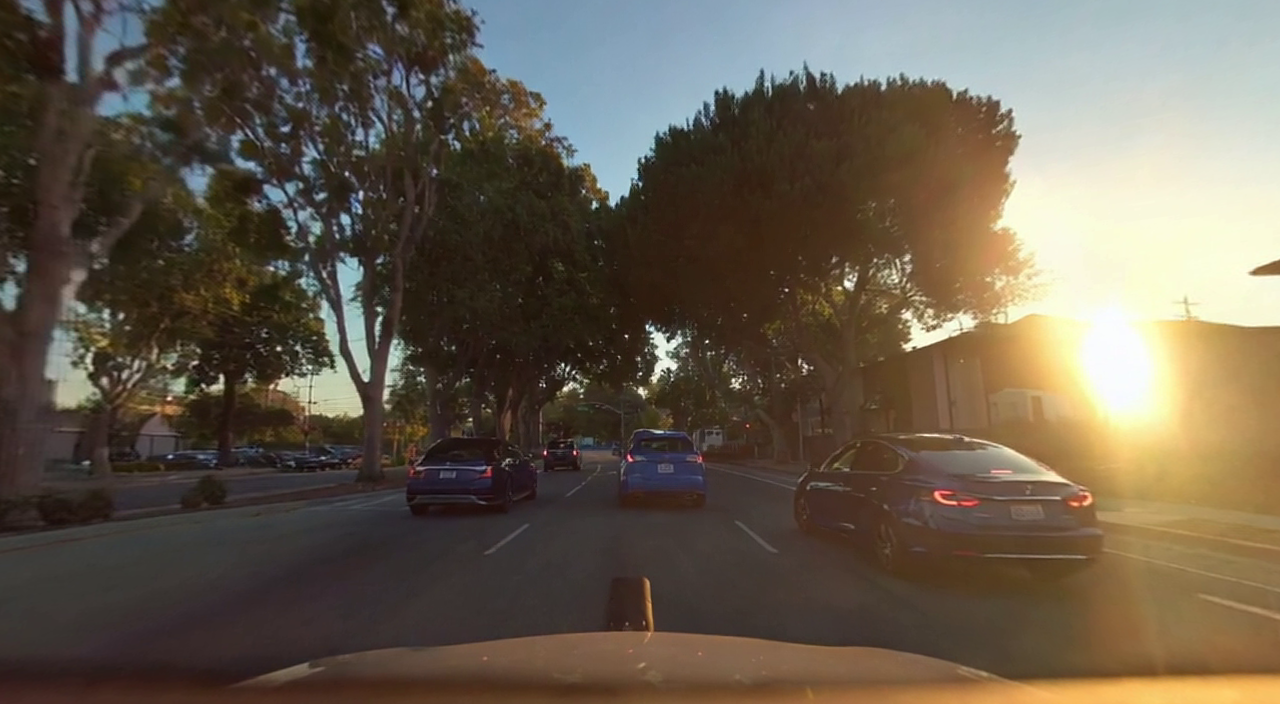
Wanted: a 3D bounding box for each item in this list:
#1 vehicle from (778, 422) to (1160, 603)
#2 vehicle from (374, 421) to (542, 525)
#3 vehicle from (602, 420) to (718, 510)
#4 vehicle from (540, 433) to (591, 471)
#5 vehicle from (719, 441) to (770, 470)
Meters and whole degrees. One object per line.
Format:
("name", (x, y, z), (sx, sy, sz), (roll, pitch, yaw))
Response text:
("vehicle", (3.264, 1.683, 7.620), (2.017, 1.491, 4.611), (0, -8, -2))
("vehicle", (-3.371, 2.348, 12.797), (2.043, 1.687, 4.676), (0, -8, -1))
("vehicle", (0.301, 2.536, 14.597), (2.280, 1.747, 4.361), (0, -8, -2))
("vehicle", (-3.589, 4.897, 31.028), (2.014, 1.755, 4.360), (0, -8, 0))
("vehicle", (5.781, 5.787, 35.426), (2.010, 1.486, 4.498), (0, -8, -1))
